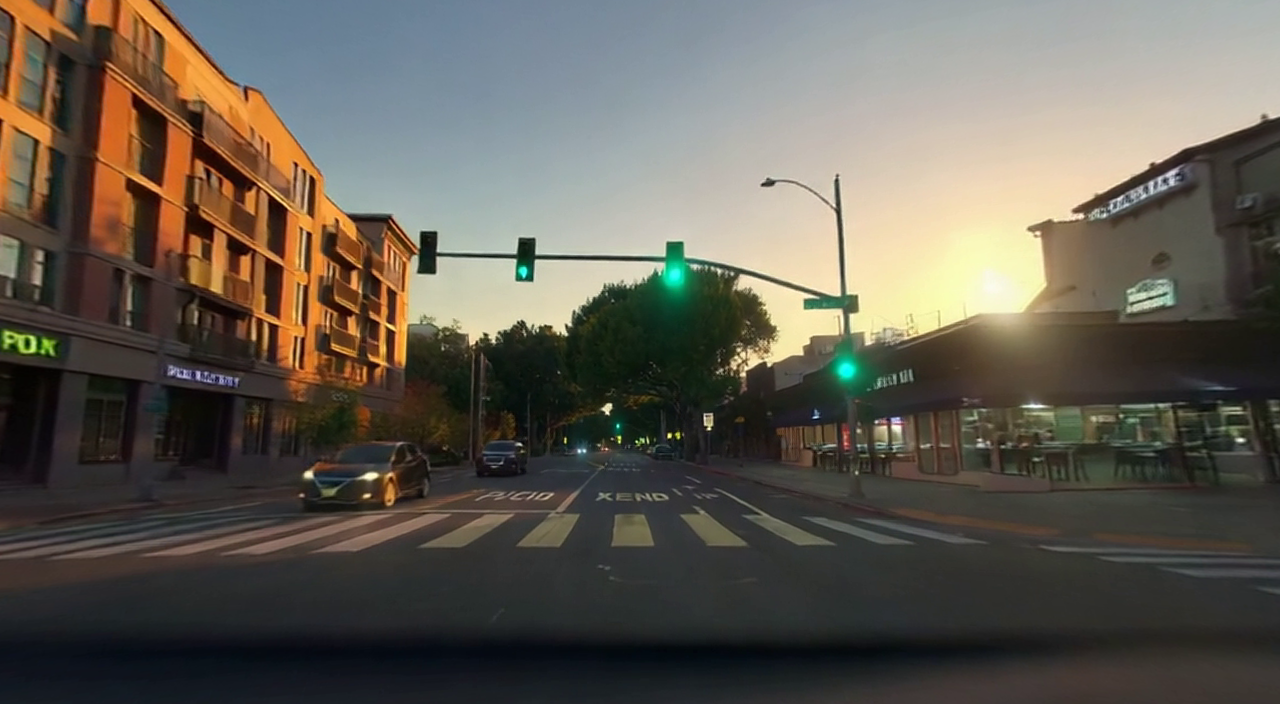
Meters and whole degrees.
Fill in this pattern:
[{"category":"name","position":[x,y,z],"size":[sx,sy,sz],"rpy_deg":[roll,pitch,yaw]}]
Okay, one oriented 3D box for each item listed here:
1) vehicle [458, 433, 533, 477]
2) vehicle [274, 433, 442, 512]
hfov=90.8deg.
[{"category":"vehicle","position":[-6.945,5.013,31.001],"size":[2.545,1.943,5.168],"rpy_deg":[0,-8,-2]},{"category":"vehicle","position":[-6.508,2.804,15.300],"size":[2.019,1.596,4.608],"rpy_deg":[0,-8,-1]}]
